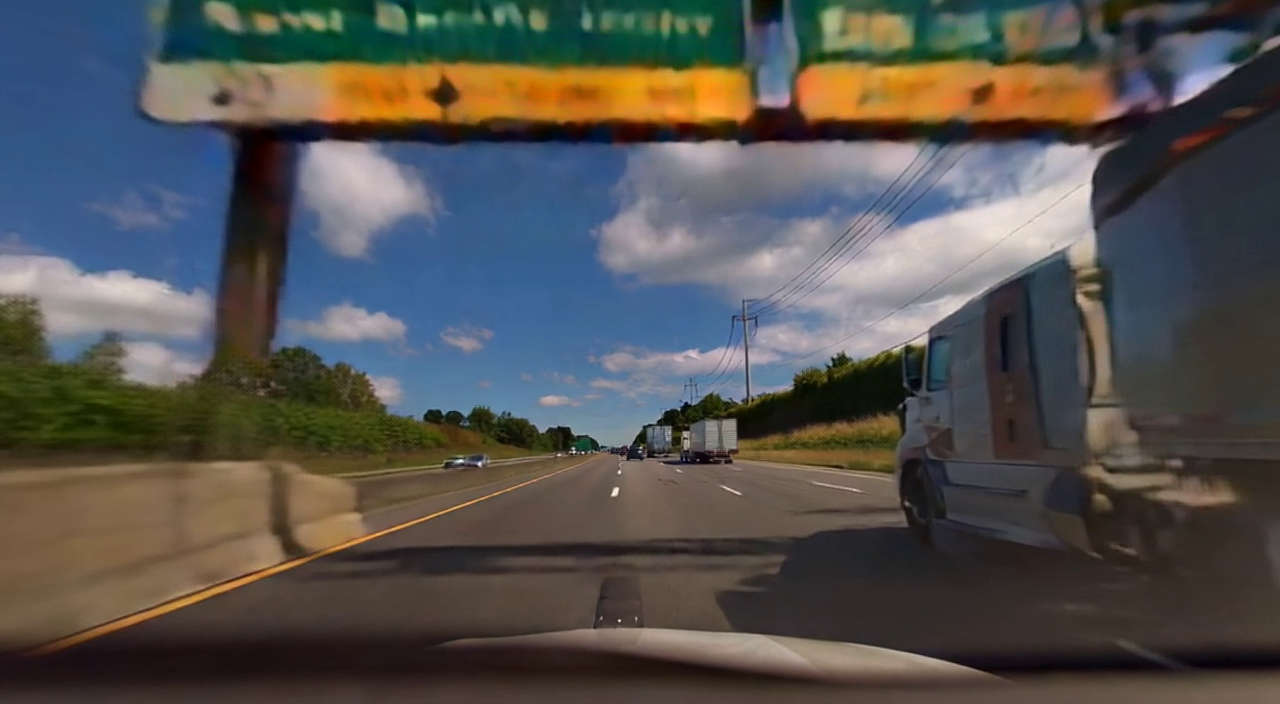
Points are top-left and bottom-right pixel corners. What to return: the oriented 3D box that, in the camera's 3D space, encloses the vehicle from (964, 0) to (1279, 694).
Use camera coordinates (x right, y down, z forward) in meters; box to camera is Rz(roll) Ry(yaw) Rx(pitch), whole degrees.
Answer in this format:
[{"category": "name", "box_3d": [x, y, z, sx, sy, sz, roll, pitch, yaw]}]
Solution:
[{"category": "vehicle", "box_3d": [5.111, -0.365, 2.057, 2.869, 4.048, 8.895, 0, -9, -3]}]
